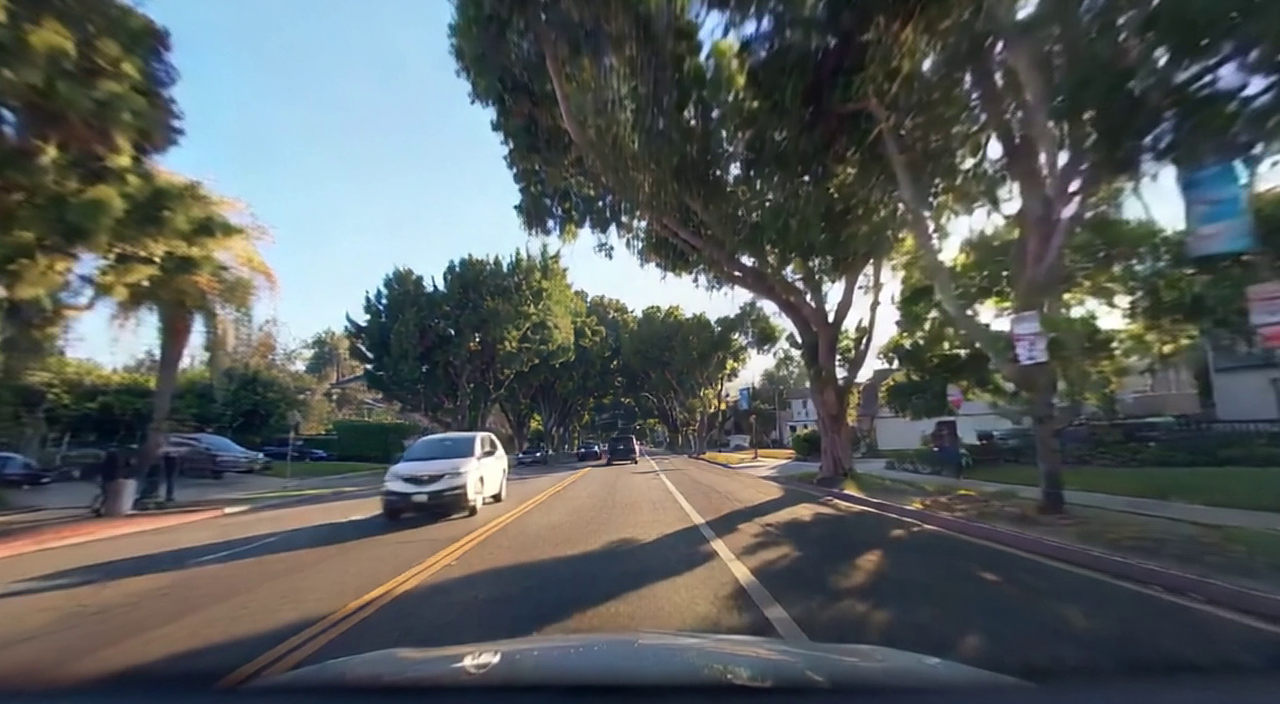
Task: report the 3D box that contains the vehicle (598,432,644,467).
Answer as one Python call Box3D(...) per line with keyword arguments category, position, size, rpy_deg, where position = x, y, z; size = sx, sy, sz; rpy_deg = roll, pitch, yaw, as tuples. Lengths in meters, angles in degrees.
Box3D(category="vehicle", position=(-1.028, 5.828, 37.943), size=(2.554, 1.902, 5.329), rpy_deg=(0, -8, 0))

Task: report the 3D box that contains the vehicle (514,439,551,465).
Box3D(category="vehicle", position=(-8.136, 7.637, 48.230), size=(1.978, 1.744, 4.301), rpy_deg=(-4, -9, 0))

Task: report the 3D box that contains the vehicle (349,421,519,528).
Box3D(category="vehicle", position=(-3.921, 2.405, 12.980), size=(2.037, 1.724, 4.512), rpy_deg=(-2, -8, -1))

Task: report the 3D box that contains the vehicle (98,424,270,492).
Box3D(category="vehicle", position=(-15.956, 3.737, 22.643), size=(2.385, 2.081, 5.237), rpy_deg=(0, -8, -3))
